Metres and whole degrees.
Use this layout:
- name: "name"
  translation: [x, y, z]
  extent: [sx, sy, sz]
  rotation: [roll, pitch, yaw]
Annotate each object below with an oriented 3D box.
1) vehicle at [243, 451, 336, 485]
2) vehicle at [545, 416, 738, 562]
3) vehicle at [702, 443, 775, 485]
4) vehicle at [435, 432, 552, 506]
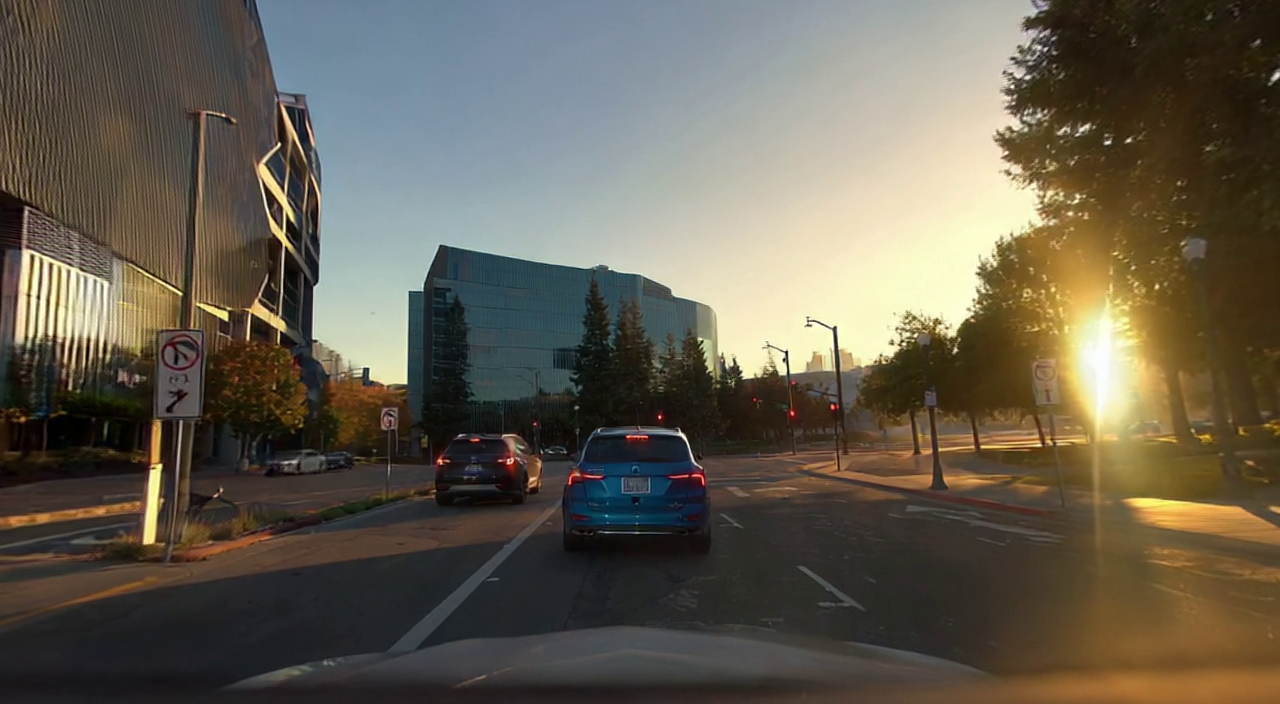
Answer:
- name: "vehicle"
  translation: [-16.591, 5.478, 30.177]
  extent: [1.826, 1.422, 4.490]
  rotation: [0, -8, 0]
- name: "vehicle"
  translation: [-0.002, 1.880, 9.400]
  extent: [2.207, 1.659, 4.155]
  rotation: [0, -8, 0]
- name: "vehicle"
  translation: [3.680, 4.255, 24.450]
  extent: [2.082, 1.445, 4.426]
  rotation: [0, -8, 0]
- name: "vehicle"
  translation: [-3.644, 2.981, 16.573]
  extent: [2.068, 1.678, 4.199]
  rotation: [0, -8, 0]
